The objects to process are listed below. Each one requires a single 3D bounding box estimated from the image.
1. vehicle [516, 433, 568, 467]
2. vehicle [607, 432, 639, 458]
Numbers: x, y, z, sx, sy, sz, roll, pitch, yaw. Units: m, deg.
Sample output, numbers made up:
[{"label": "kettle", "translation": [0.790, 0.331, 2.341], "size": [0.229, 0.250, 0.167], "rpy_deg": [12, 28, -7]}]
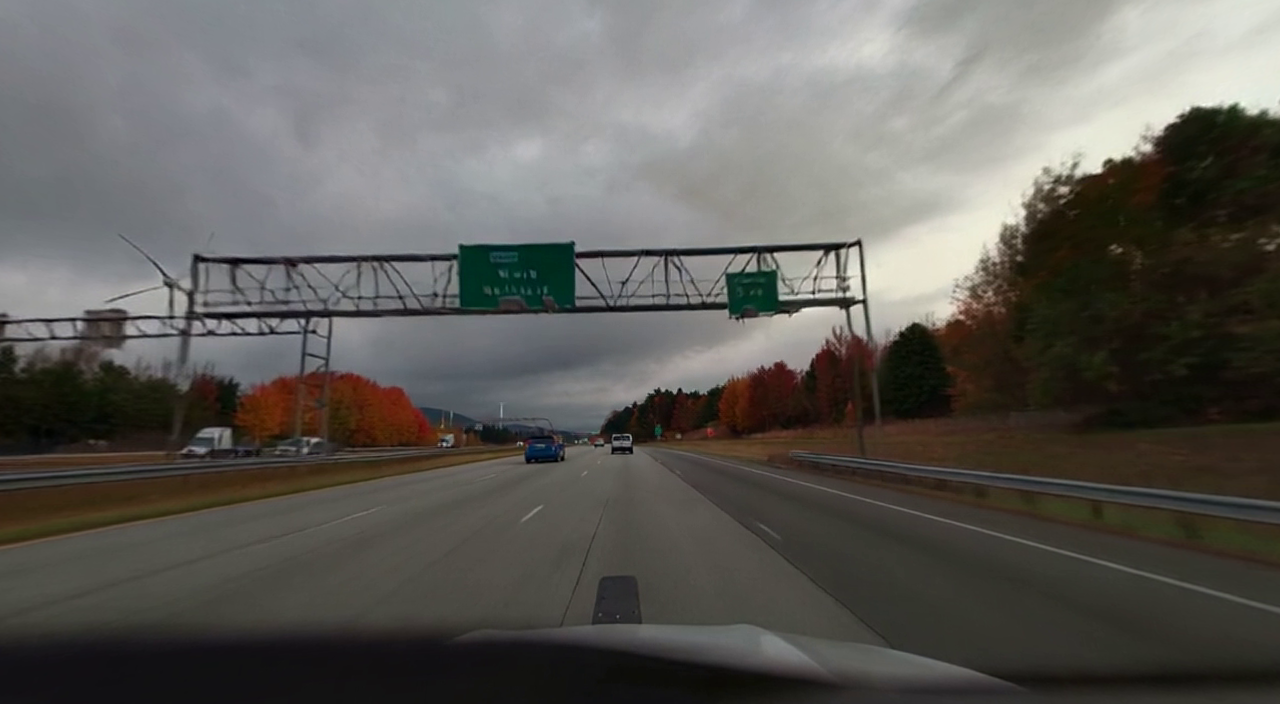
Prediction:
[{"label": "vehicle", "translation": [-5.009, 5.026, 32.621], "size": [2.062, 1.622, 4.153], "rpy_deg": [0, -8, -1]}, {"label": "vehicle", "translation": [-1.214, 6.840, 46.415], "size": [2.213, 1.774, 4.563], "rpy_deg": [0, -8, -1]}]
